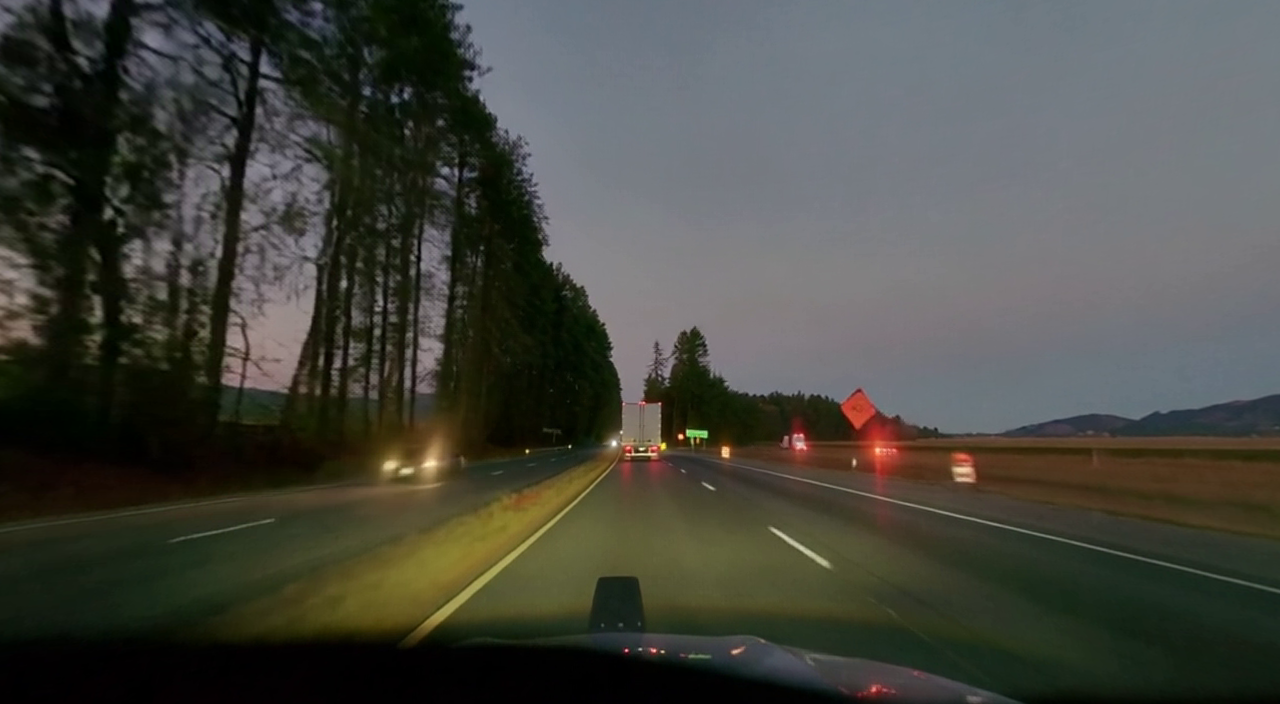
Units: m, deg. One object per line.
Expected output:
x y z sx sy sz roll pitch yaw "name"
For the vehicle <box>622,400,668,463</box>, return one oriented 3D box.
0.174 5.959 46.562 2.935 4.068 11.036 0 -8 -1 "vehicle"
